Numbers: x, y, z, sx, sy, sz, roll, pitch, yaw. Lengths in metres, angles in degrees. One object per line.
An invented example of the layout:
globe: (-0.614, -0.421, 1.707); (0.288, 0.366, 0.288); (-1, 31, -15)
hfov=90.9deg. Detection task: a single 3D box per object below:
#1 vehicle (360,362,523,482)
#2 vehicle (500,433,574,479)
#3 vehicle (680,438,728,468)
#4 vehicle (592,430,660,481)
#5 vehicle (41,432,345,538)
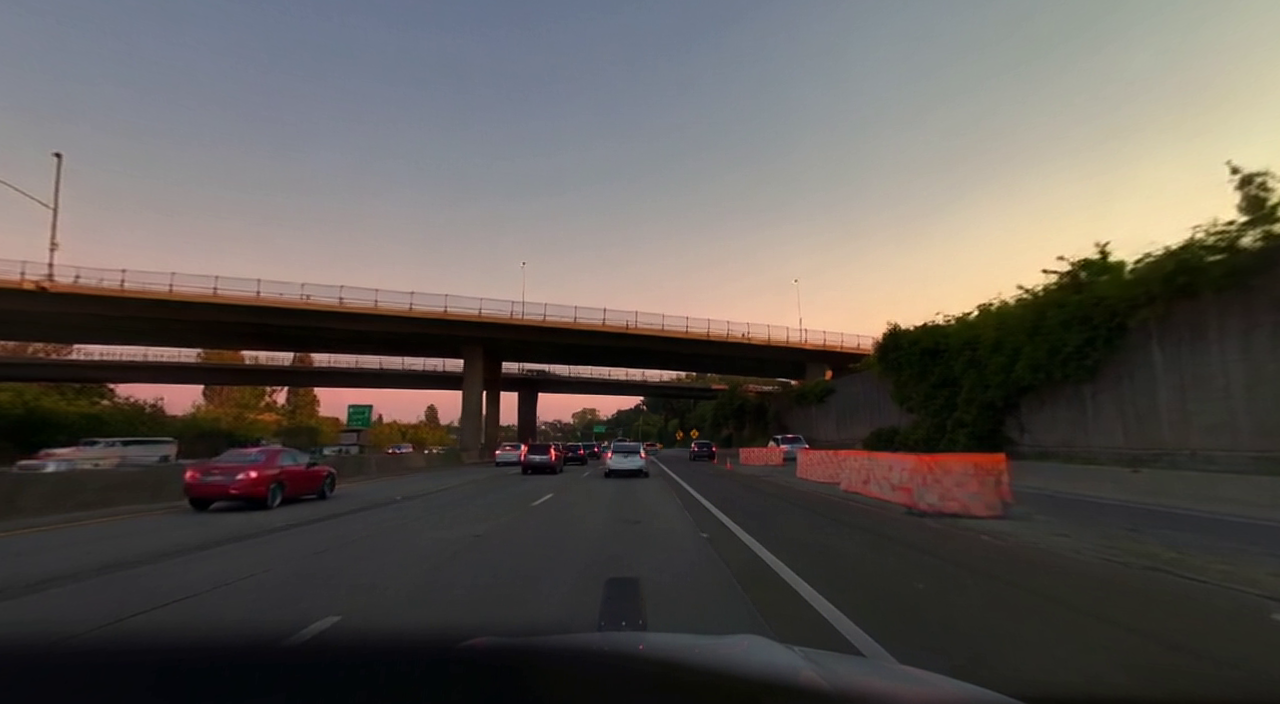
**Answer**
vehicle: (-7.452, 3.041, 25.914); (2.959, 3.886, 10.574); (-1, -8, 2)
vehicle: (-3.985, 4.114, 25.157); (2.124, 1.639, 4.344); (0, -8, 2)
vehicle: (3.296, 5.322, 33.264); (2.003, 1.465, 4.092); (0, -8, -1)
vehicle: (-0.470, 3.795, 23.343); (2.270, 1.696, 4.061); (0, -8, 0)
vehicle: (-7.486, 2.244, 11.390); (1.948, 1.494, 4.749); (0, -8, 1)
